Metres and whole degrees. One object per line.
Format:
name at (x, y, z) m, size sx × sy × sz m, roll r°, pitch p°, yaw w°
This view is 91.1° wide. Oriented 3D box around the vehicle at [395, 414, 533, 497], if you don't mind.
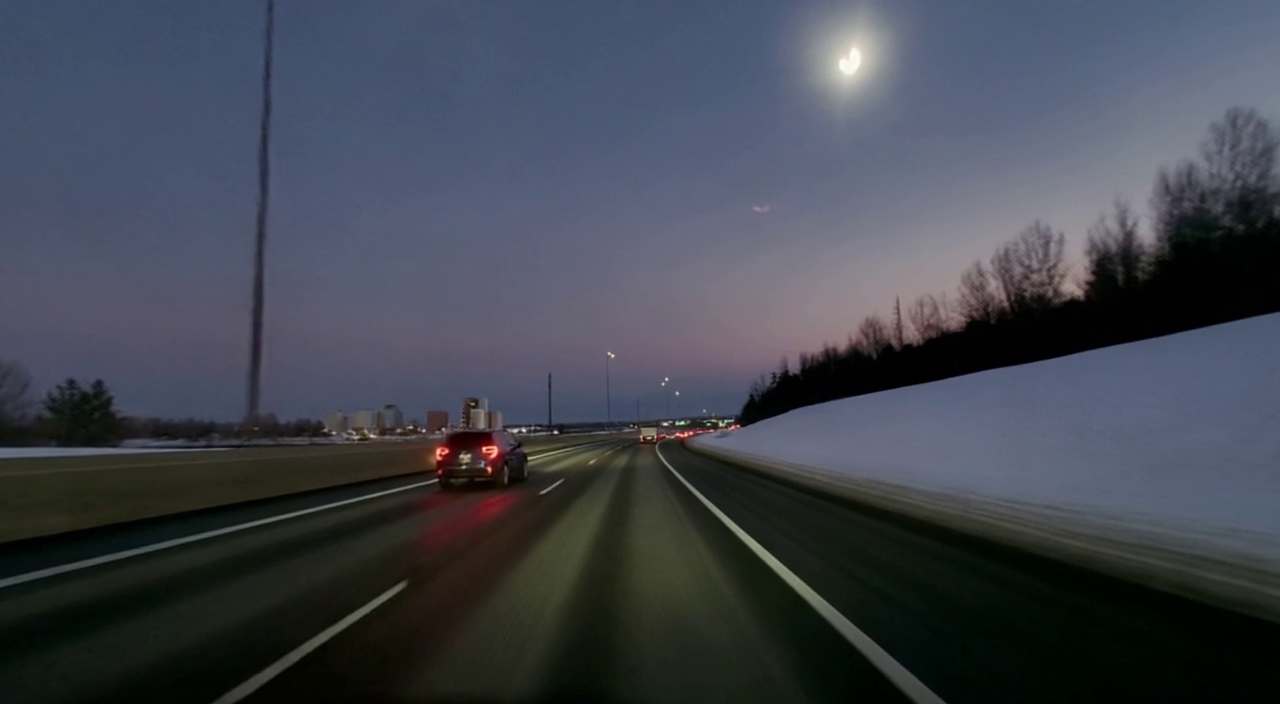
vehicle at (-3.953, 2.397, 14.992) m, size 2.018 × 1.678 × 4.312 m, roll 0°, pitch -8°, yaw 0°
